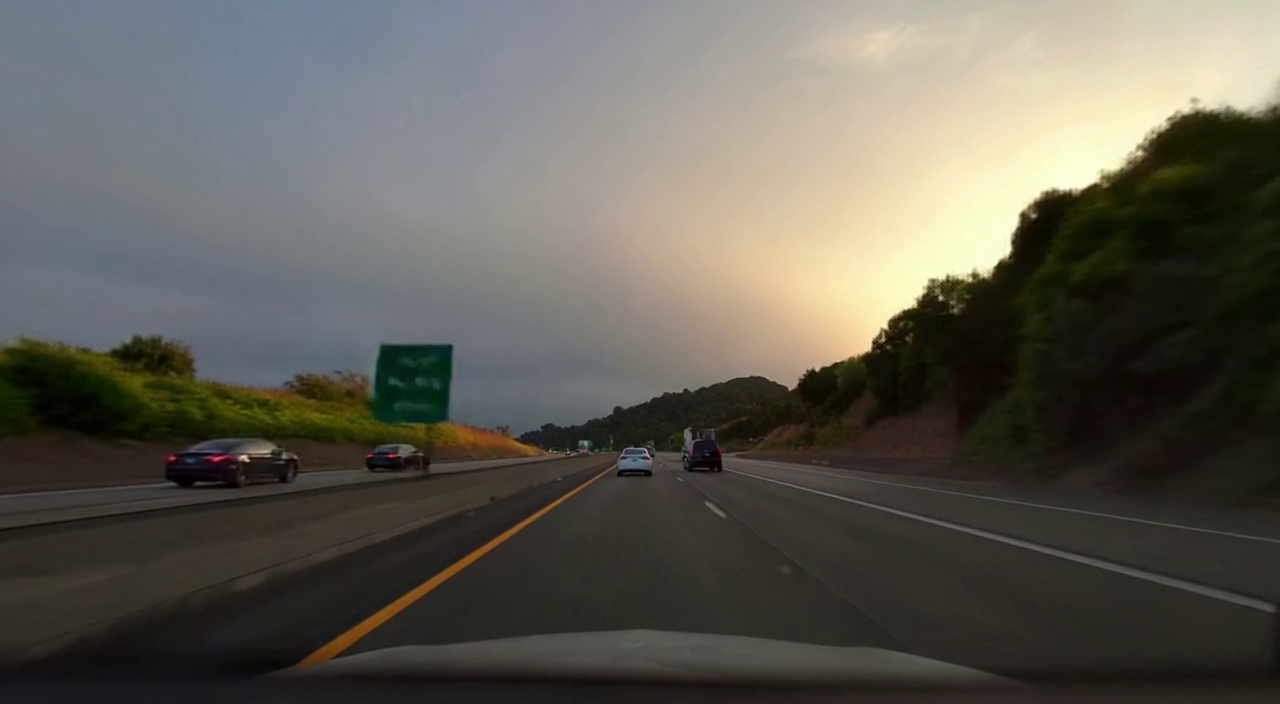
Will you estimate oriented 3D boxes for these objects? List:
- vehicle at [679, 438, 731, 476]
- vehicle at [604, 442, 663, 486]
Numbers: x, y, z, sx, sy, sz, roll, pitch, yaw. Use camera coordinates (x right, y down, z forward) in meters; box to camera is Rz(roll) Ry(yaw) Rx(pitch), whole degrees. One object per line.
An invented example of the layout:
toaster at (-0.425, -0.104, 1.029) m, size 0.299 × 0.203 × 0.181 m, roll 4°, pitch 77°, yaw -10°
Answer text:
vehicle at (3.081, 5.091, 30.803) m, size 2.048 × 1.704 × 4.284 m, roll 0°, pitch -9°, yaw -1°
vehicle at (-0.224, 4.028, 22.855) m, size 1.970 × 1.441 × 3.846 m, roll 0°, pitch -9°, yaw 0°
